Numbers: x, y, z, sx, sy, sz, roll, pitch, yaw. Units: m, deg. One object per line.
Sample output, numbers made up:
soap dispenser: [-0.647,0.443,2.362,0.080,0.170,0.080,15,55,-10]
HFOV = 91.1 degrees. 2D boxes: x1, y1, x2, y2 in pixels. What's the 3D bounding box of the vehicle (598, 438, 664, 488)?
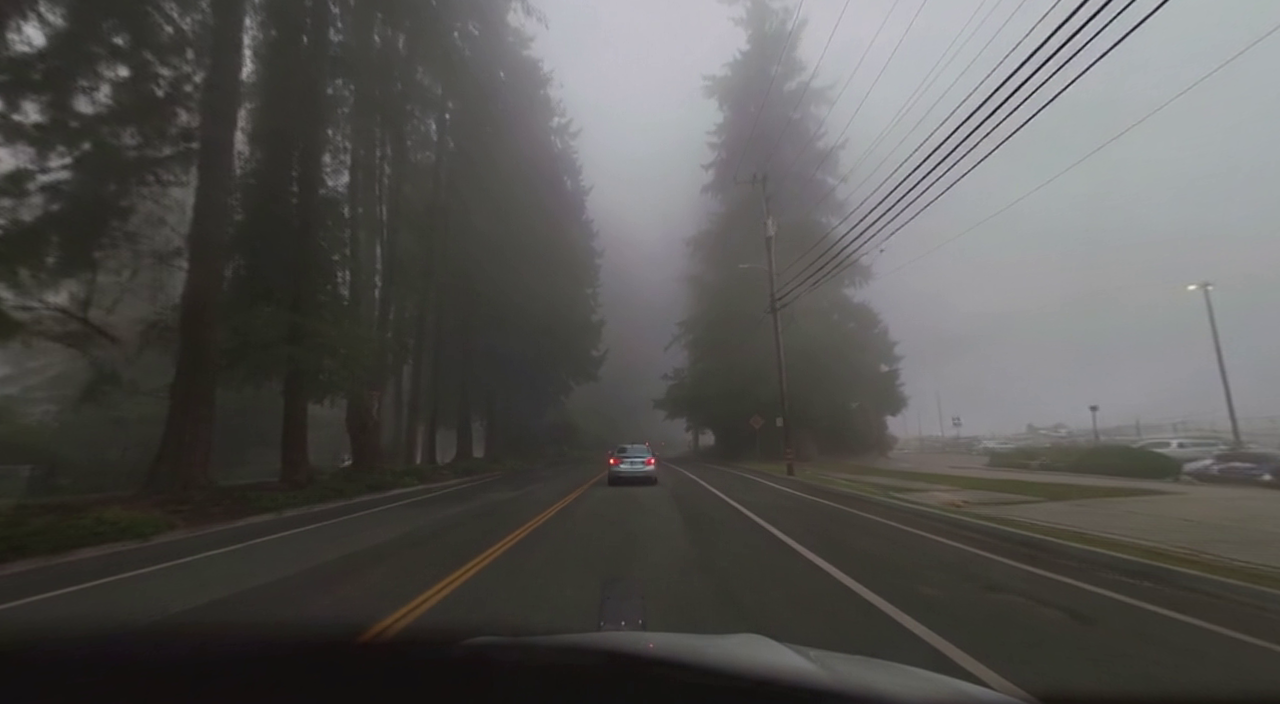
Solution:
vehicle: [-0.263,3.642,20.926,1.991,1.463,3.988,0,-8,0]
